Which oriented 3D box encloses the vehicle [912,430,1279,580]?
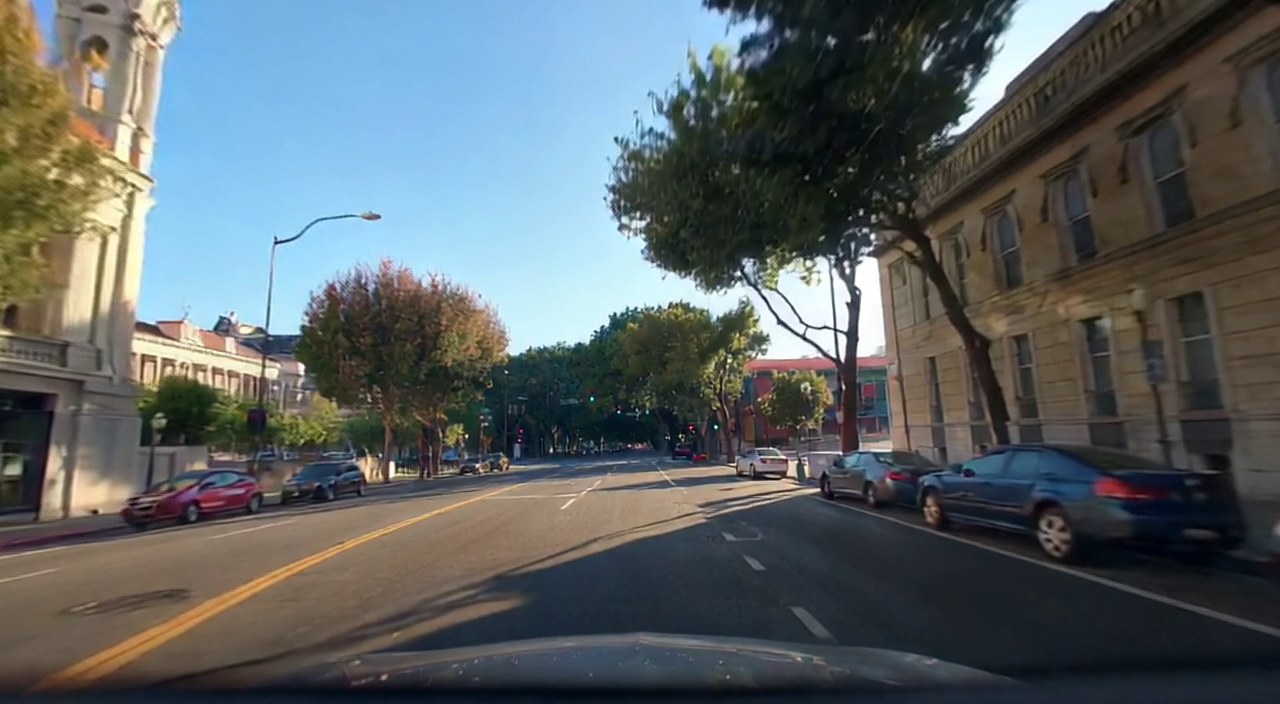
[{"bbox_3d":[5.823,1.897,8.810,1.849,1.491,4.626,0,-8,-2],"label":"vehicle"}]

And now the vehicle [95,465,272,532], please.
[{"bbox_3d":[-12.638,4.034,17.942,1.828,1.462,4.421,0,-8,-2],"label":"vehicle"}]

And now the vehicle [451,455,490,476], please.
[{"bbox_3d":[-12.699,8.512,47.578,1.767,1.455,4.389,0,-8,0],"label":"vehicle"}]

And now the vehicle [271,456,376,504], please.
[{"bbox_3d":[-12.649,5.113,25.644,1.911,1.558,4.793,-4,-9,-2],"label":"vehicle"}]

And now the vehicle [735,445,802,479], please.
[{"bbox_3d":[5.961,5.168,29.973,2.091,1.445,4.678,0,-8,-2],"label":"vehicle"}]

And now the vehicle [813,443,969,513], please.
[{"bbox_3d":[5.797,2.919,15.255,1.869,1.430,4.365,0,-8,-2],"label":"vehicle"}]
